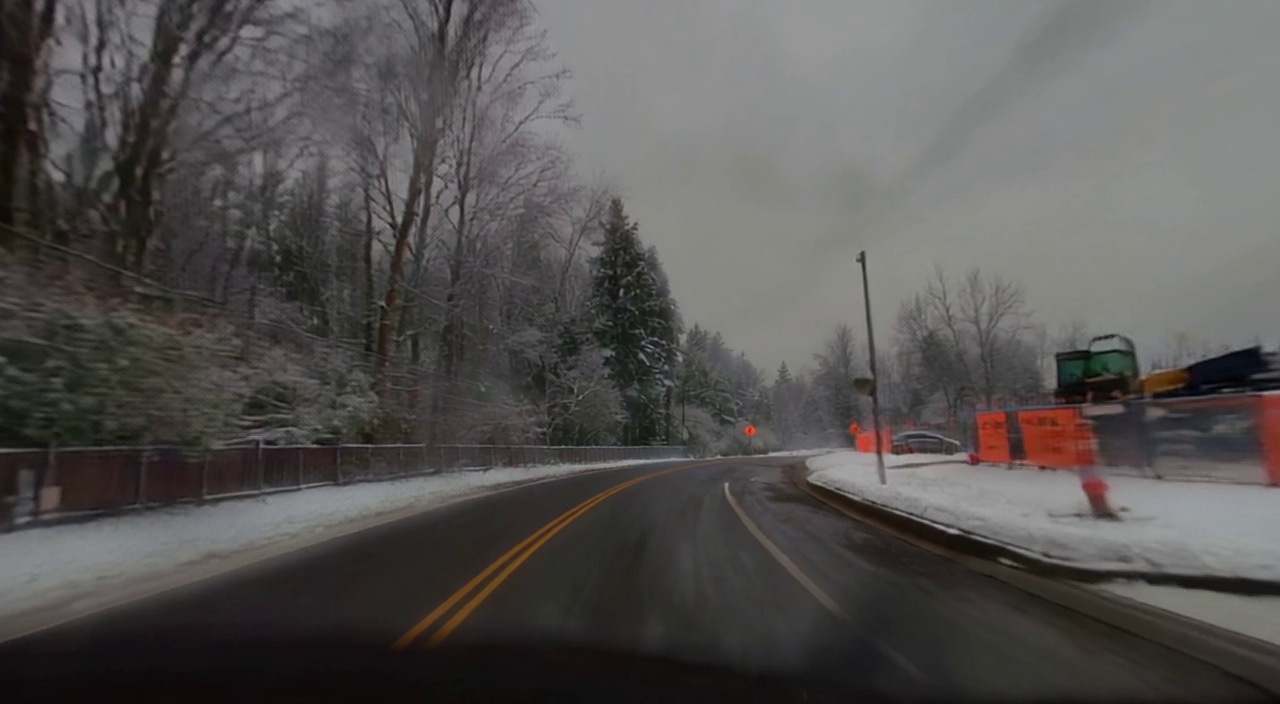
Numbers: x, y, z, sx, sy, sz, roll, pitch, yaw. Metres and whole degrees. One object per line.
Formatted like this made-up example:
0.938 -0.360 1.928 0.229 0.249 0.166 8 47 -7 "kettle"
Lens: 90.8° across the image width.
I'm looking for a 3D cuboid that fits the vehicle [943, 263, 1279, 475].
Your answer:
11.265 0.987 16.073 2.984 3.691 10.409 -1 -8 7 "vehicle"
